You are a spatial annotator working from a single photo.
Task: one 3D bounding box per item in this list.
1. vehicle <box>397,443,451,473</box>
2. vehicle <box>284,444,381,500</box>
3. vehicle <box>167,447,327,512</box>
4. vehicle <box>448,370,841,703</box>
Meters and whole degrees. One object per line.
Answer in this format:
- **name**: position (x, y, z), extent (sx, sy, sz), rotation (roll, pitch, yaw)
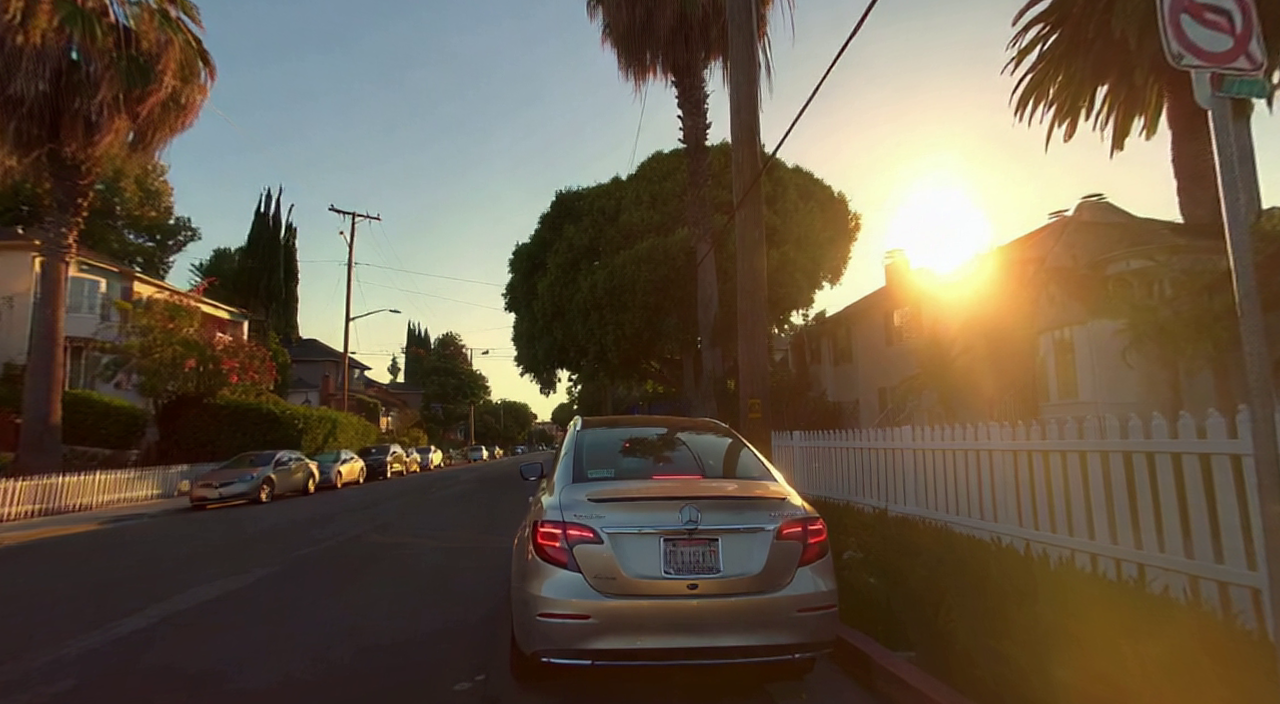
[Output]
- **vehicle**: position (-13.176, 6.460, 38.687), extent (2.060, 1.689, 4.999), rotation (1, -8, -7)
- **vehicle**: position (-12.163, 4.713, 25.274), extent (2.048, 1.485, 4.757), rotation (-4, -4, -7)
- **vehicle**: position (-11.402, 3.664, 18.793), extent (2.017, 1.627, 5.039), rotation (1, -8, -7)
- **vehicle**: position (-0.138, 1.216, 4.994), extent (1.894, 1.695, 3.795), rotation (1, -8, -6)
